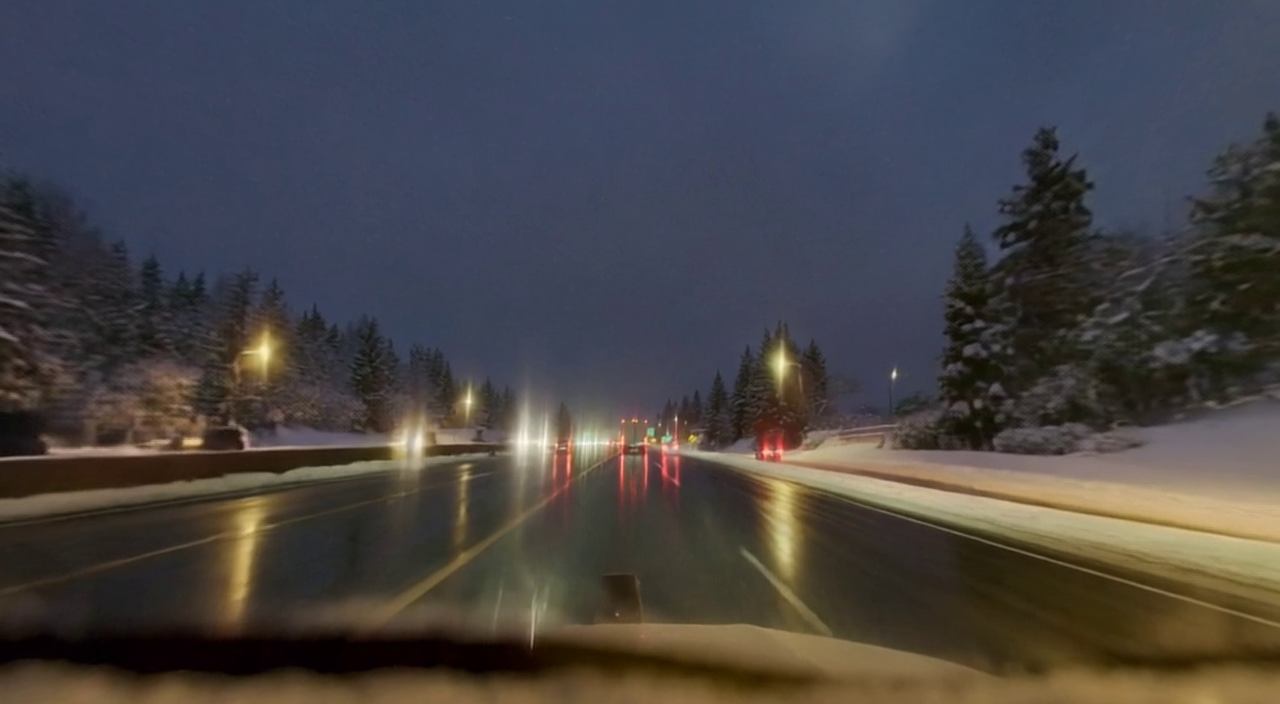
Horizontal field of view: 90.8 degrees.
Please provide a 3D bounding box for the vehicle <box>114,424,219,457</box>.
[{"bbox_3d":[-22.892,4.298,30.804,1.811,1.489,4.295,1,-8,-1],"label":"vehicle"}]

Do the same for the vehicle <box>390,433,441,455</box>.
[{"bbox_3d":[-15.977,6.556,45.246,1.982,1.473,4.656,1,-8,0],"label":"vehicle"}]
